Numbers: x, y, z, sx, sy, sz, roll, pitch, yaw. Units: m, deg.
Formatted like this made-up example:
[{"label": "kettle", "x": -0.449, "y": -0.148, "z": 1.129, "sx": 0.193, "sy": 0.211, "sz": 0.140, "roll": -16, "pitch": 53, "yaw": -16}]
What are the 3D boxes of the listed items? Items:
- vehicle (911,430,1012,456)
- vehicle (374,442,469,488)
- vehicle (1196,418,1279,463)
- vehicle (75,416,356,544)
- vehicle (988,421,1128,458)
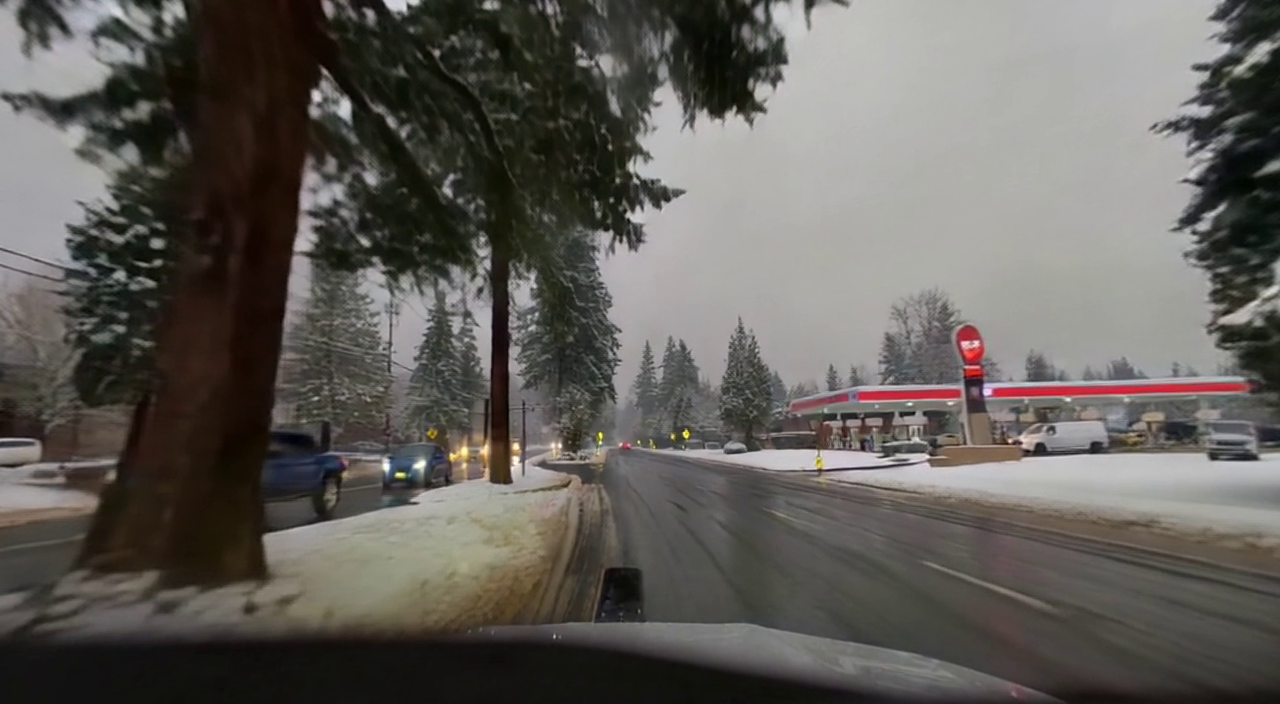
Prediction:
[{"label": "vehicle", "x": 18.709, "y": 5.303, "z": 36.874, "sx": 4.800, "sy": 1.459, "sz": 2.051, "roll": 1, "pitch": -9, "yaw": -5}, {"label": "vehicle", "x": -7.688, "y": 3.986, "z": 22.725, "sx": 1.982, "sy": 1.465, "sz": 4.376, "roll": 0, "pitch": -9, "yaw": -2}, {"label": "vehicle", "x": 21.523, "y": 3.181, "z": 22.638, "sx": 4.557, "sy": 1.434, "sz": 1.916, "roll": 8, "pitch": -12, "yaw": -44}, {"label": "vehicle", "x": -6.922, "y": 2.110, "z": 11.105, "sx": 1.987, "sy": 1.747, "sz": 4.545, "roll": 0, "pitch": -9, "yaw": -4}, {"label": "vehicle", "x": 19.115, "y": 4.036, "z": 29.085, "sx": 4.868, "sy": 1.610, "sz": 2.223, "roll": 0, "pitch": -9, "yaw": -2}]
